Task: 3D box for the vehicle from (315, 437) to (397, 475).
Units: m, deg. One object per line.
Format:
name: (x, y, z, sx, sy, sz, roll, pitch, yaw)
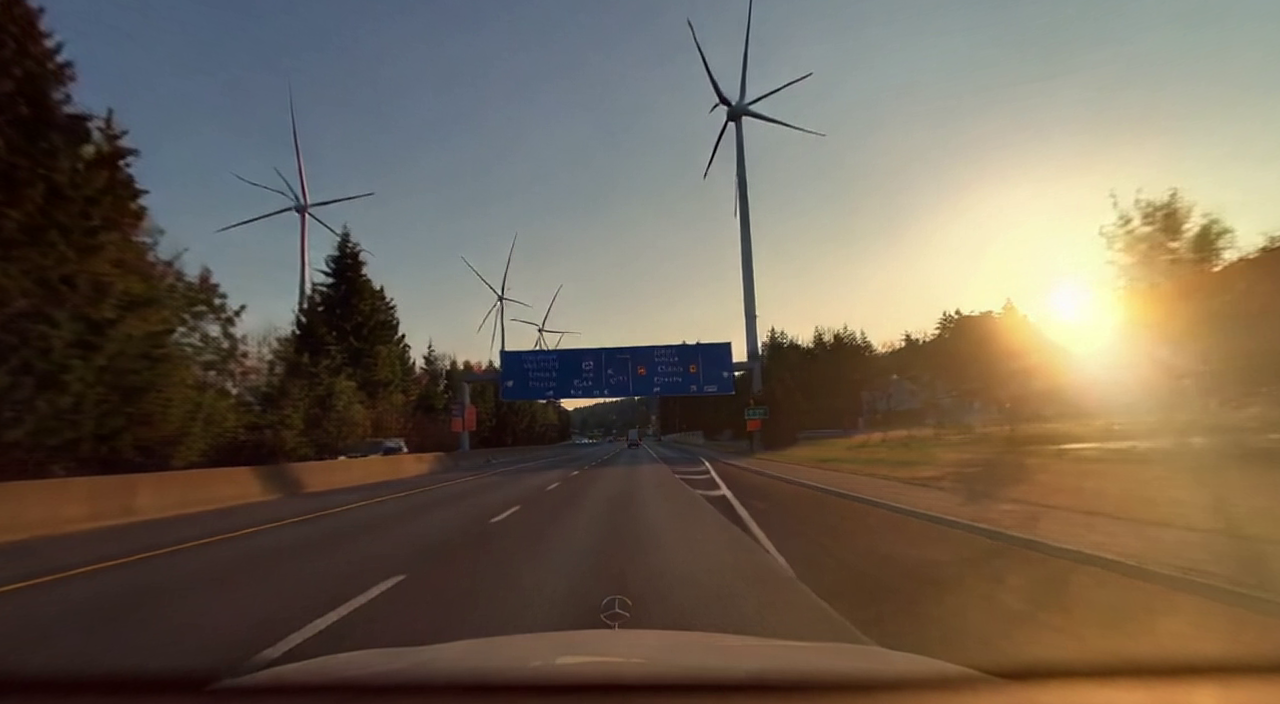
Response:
vehicle: (-13.360, 4.910, 29.903, 1.953, 1.654, 4.122, 0, -8, 0)
